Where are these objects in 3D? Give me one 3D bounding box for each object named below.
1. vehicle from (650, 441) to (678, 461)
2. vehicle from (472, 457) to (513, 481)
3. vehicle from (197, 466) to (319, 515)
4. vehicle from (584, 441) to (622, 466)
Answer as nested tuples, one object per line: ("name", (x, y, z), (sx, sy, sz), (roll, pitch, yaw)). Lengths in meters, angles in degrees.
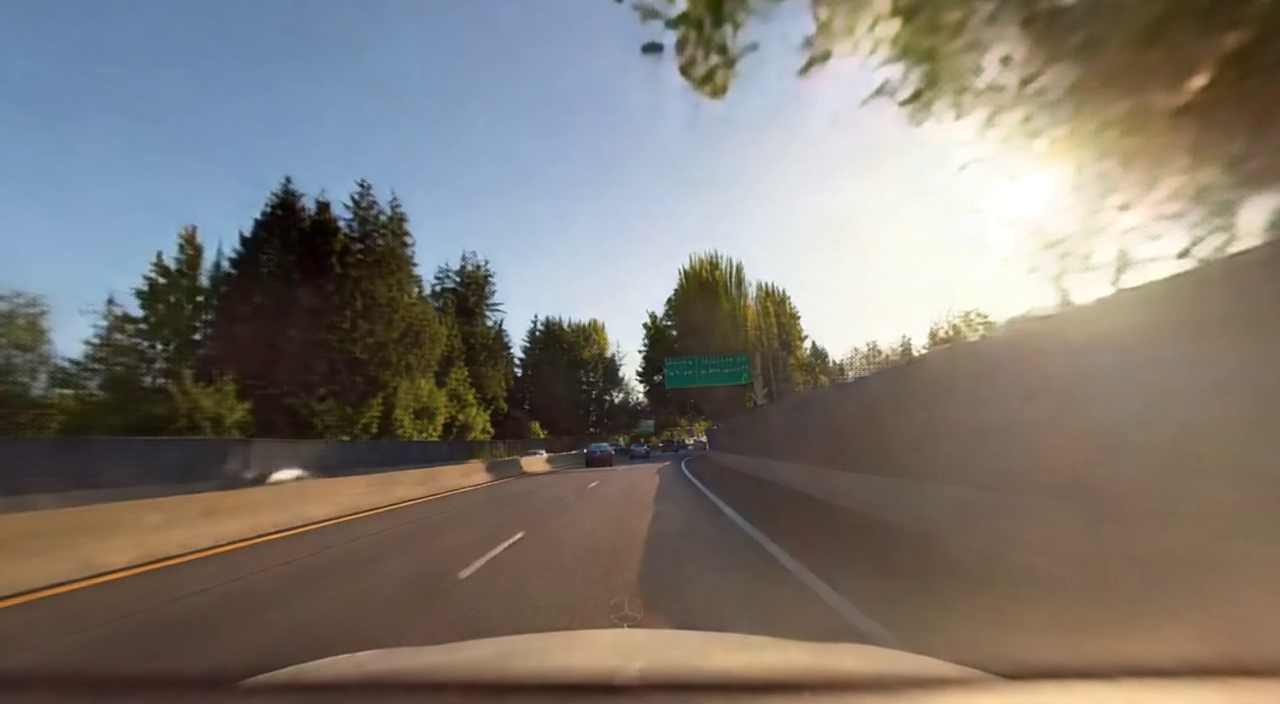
("vehicle", (1.953, 7.824, 49.808), (2.077, 1.533, 3.854), (-1, -8, 3))
("vehicle", (-9.971, 7.933, 42.816), (1.758, 1.406, 4.118), (0, -8, 1))
("vehicle", (-14.110, 5.120, 23.604), (1.756, 1.469, 4.394), (0, -8, 1))
("vehicle", (-2.334, 6.581, 41.120), (1.985, 1.518, 3.847), (-1, -8, 4))
